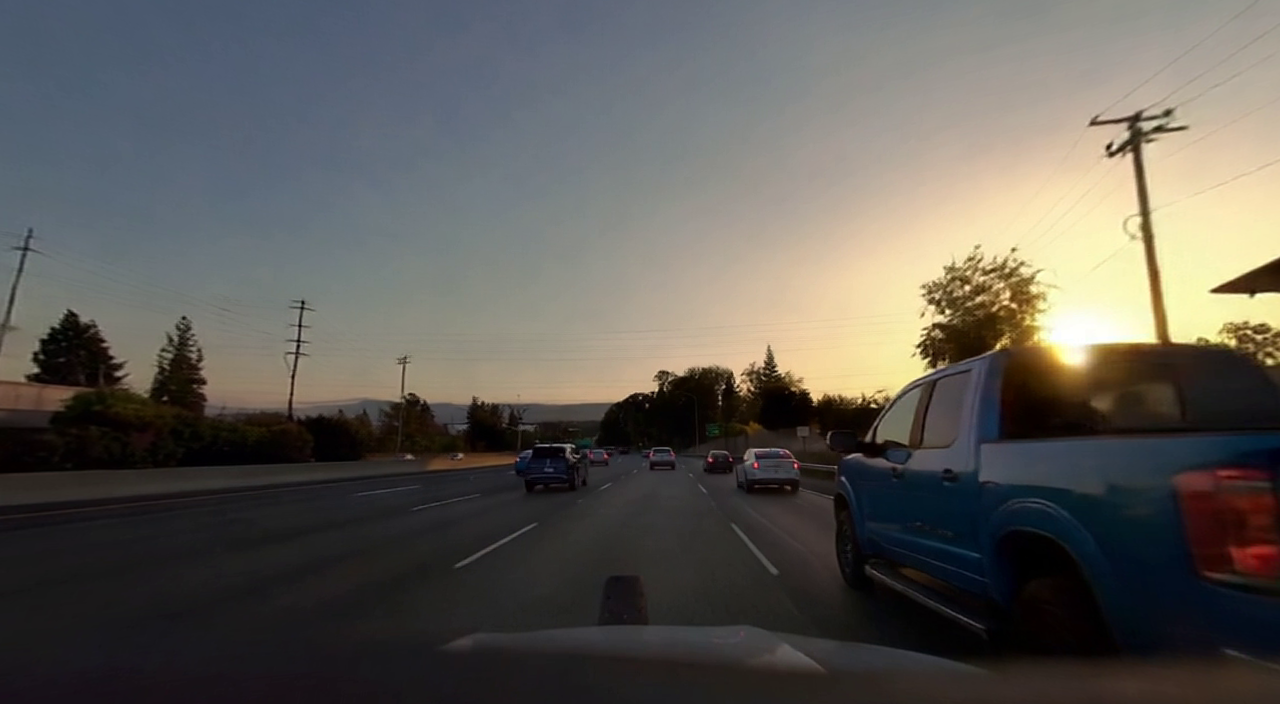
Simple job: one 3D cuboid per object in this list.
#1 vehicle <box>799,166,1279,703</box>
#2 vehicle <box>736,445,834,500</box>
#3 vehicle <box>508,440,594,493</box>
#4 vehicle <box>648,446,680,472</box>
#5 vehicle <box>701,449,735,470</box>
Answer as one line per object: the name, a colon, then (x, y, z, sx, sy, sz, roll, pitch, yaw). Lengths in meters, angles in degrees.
vehicle: (3.387, 1.015, 4.685, 3.024, 2.092, 6.797, -1, -8, 4)
vehicle: (4.381, 3.702, 19.817, 2.111, 1.498, 4.466, 0, -8, 2)
vehicle: (-3.092, 4.112, 23.058, 2.209, 1.714, 4.576, -1, -8, 4)
vehicle: (1.636, 7.320, 43.390, 2.080, 1.682, 4.150, 0, -8, 2)
vehicle: (5.725, 7.936, 46.687, 2.072, 1.456, 4.537, 0, -8, 2)
